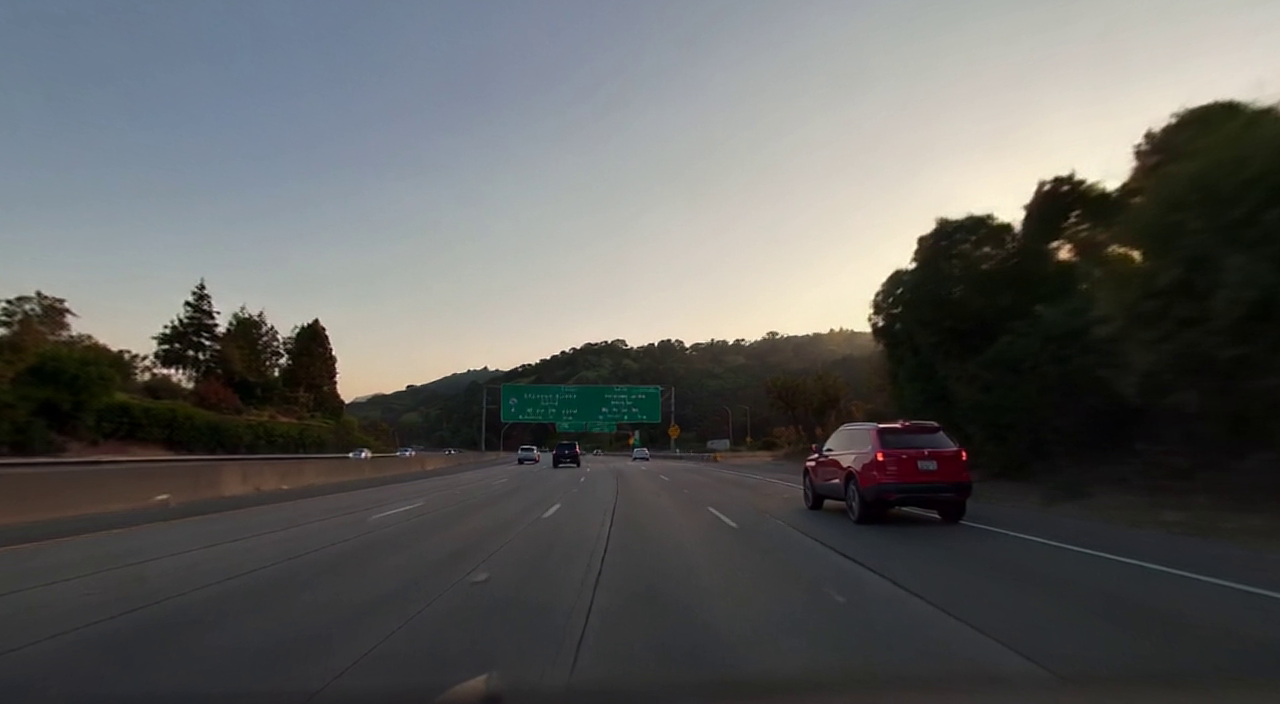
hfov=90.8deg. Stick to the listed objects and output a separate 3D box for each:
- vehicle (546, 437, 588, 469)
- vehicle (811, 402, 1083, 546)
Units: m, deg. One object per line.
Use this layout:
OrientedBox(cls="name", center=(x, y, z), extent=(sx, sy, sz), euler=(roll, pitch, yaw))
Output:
OrientedBox(cls="vehicle", center=(-5.090, 7.146, 44.834), extent=(2.537, 2.121, 5.251), euler=(0, -9, -2))
OrientedBox(cls="vehicle", center=(4.745, 1.988, 10.877), extent=(2.103, 1.903, 4.837), euler=(0, -9, -2))
